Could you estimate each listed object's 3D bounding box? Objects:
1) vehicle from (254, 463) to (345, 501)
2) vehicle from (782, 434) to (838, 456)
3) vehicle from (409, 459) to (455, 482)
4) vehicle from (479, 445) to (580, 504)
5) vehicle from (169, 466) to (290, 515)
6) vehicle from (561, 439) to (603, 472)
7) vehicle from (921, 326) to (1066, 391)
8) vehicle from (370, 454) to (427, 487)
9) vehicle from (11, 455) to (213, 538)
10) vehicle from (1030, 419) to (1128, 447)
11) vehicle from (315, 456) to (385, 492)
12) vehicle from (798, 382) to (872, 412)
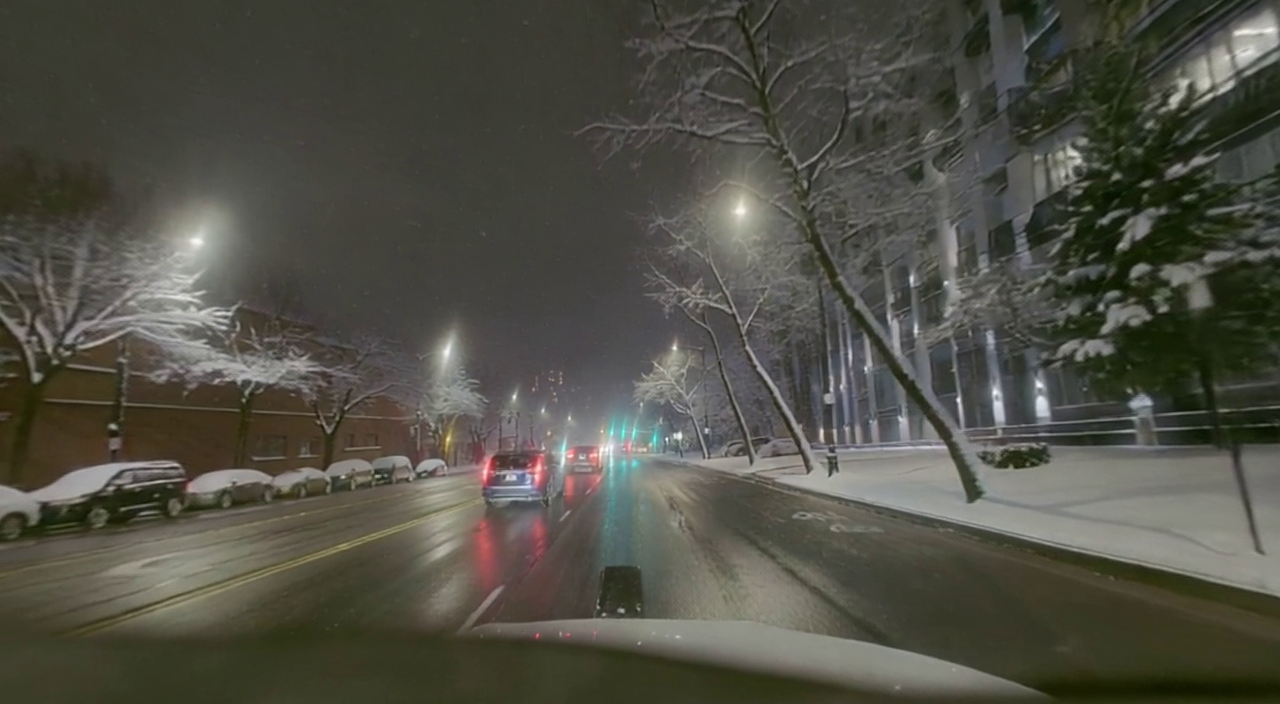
[{"bbox_3d":[-15.953,6.100,29.941,1.871,1.485,4.573,0,-8,-2],"label":"vehicle"},{"bbox_3d":[12.418,6.806,46.211,3.527,1.496,1.836,0,-8,-4],"label":"vehicle"},{"bbox_3d":[-16.012,9.125,48.846,2.021,1.438,4.616,-3,-8,0],"label":"vehicle"},{"bbox_3d":[-2.937,3.349,17.795,2.051,1.454,4.132,0,-8,1],"label":"vehicle"},{"bbox_3d":[-15.767,5.308,24.599,1.942,1.431,4.553,-5,-9,-4],"label":"vehicle"},{"bbox_3d":[-3.452,6.288,38.558,2.190,1.840,4.720,0,-8,-1],"label":"vehicle"},{"bbox_3d":[12.380,0.273,22.353,3.932,1.743,1.695,-5,-8,3],"label":"vehicle"},{"bbox_3d":[-16.321,7.959,42.888,2.079,1.847,4.592,-5,-8,-1],"label":"vehicle"},{"bbox_3d":[-15.650,4.227,19.222,2.129,1.967,4.907,-4,-9,-3],"label":"vehicle"},{"bbox_3d":[25.473,4.708,36.758,4.215,1.545,1.897,0,-8,0],"label":"vehicle"},{"bbox_3d":[-16.230,6.811,35.615,1.897,1.805,4.538,0,-8,-3],"label":"vehicle"},{"bbox_3d":[11.666,2.730,38.042,3.827,1.556,1.730,-1,-9,-1],"label":"vehicle"}]
